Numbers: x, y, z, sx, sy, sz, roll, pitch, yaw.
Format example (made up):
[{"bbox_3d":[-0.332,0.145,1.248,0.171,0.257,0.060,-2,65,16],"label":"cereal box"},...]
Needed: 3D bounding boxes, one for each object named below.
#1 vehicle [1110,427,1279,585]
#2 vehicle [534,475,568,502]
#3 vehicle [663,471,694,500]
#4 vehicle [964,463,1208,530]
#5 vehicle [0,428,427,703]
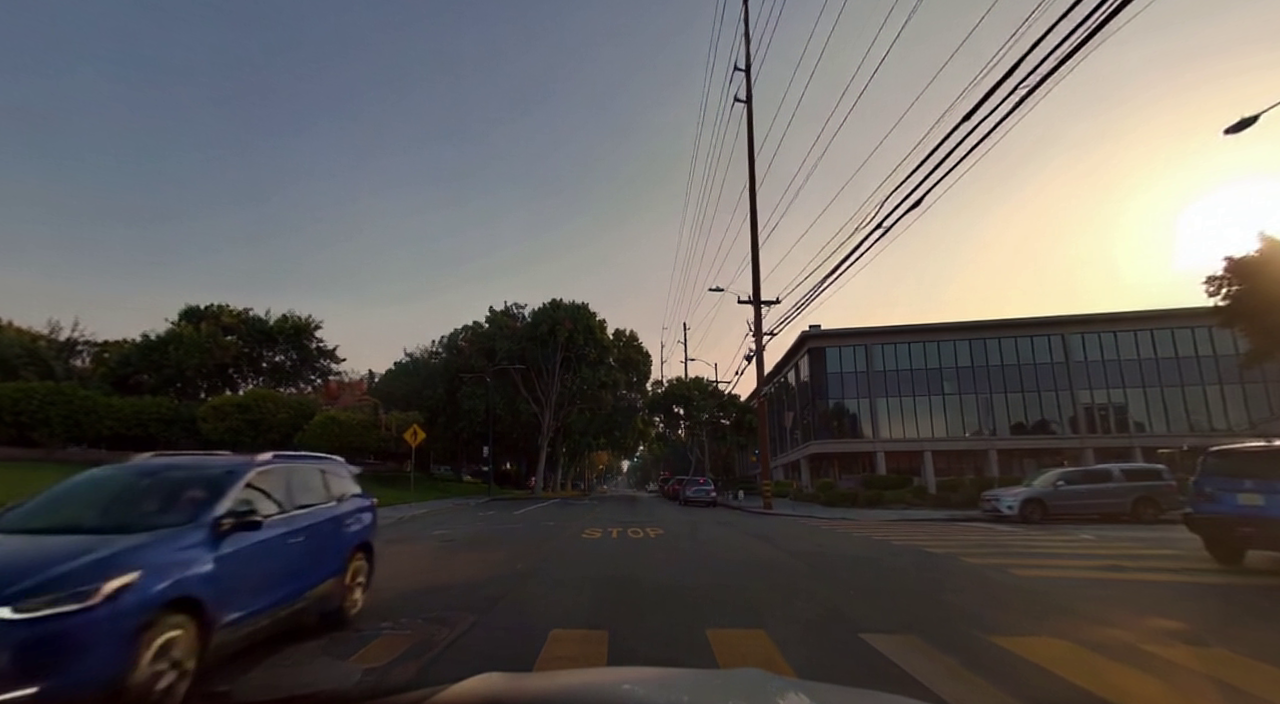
[{"bbox_3d":[9.486,1.978,8.686,4.872,1.789,2.214,2,-9,-16],"label":"vehicle"},{"bbox_3d":[-6.645,10.263,47.721,1.913,1.682,4.365,0,-8,1],"label":"vehicle"},{"bbox_3d":[2.814,9.911,47.145,1.953,1.774,5.008,0,-8,-1],"label":"vehicle"},{"bbox_3d":[11.382,3.680,16.390,4.771,1.492,2.107,0,-8,-3],"label":"vehicle"},{"bbox_3d":[-3.247,1.411,4.719,1.911,1.563,4.057,0,-8,0],"label":"vehicle"}]
